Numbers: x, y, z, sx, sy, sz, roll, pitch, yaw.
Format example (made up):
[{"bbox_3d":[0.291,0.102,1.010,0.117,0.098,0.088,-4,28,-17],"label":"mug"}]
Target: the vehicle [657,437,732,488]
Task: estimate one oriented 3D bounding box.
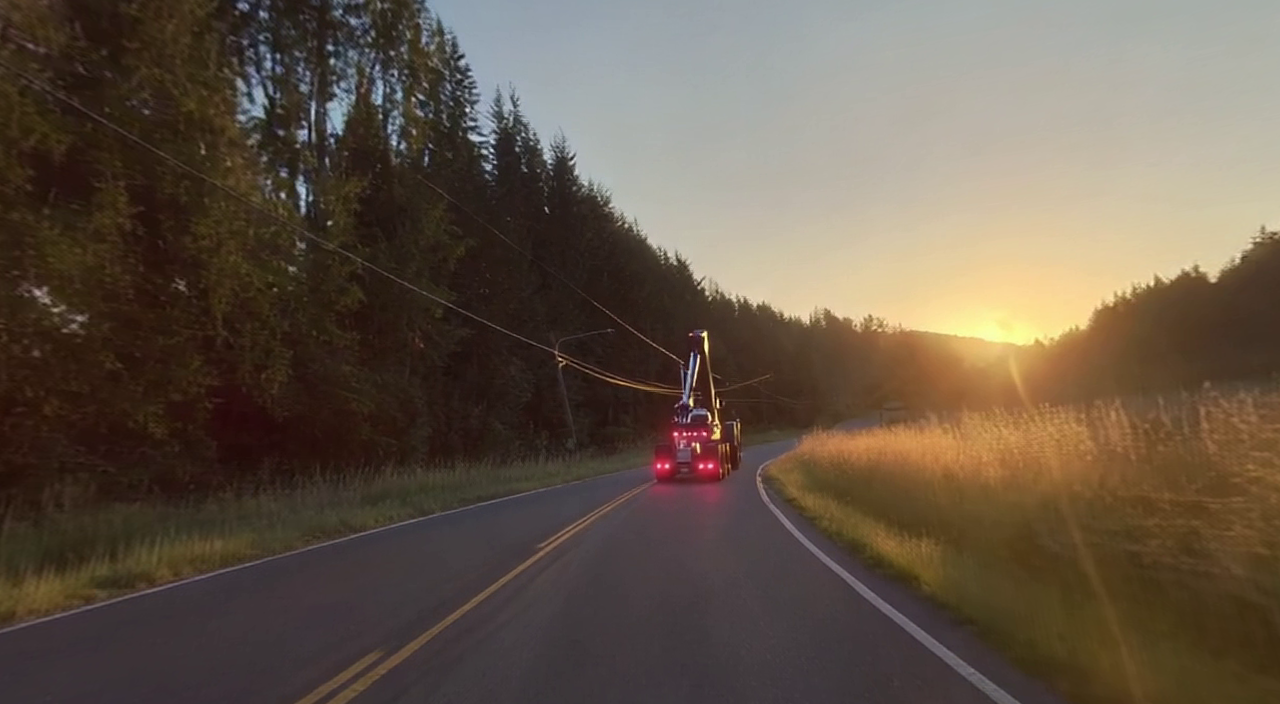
[{"bbox_3d":[1.896,3.586,20.758,2.196,1.465,4.294,-1,-9,8],"label":"vehicle"}]
